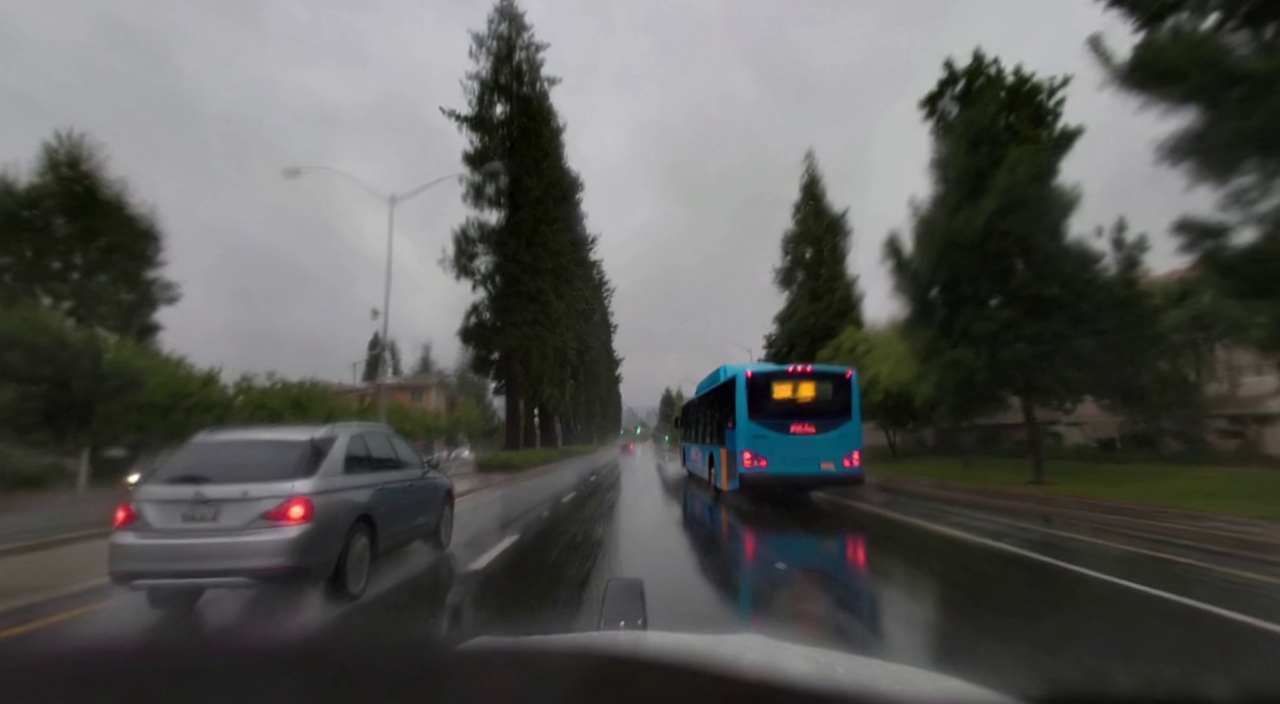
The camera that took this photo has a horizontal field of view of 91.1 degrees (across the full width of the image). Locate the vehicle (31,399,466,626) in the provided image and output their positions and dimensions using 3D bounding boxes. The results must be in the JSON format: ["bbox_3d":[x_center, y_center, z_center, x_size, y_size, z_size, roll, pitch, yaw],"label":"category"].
[{"bbox_3d":[-3.684,1.574,7.159,2.111,1.767,4.333,0,-8,0],"label":"vehicle"}]

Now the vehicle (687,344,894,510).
[{"bbox_3d":[3.422,2.393,18.804,3.072,3.278,12.747,0,-8,0],"label":"vehicle"}]

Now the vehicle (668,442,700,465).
[{"bbox_3d":[3.068,7.180,44.565,1.945,1.481,4.263,0,-8,-1],"label":"vehicle"}]
